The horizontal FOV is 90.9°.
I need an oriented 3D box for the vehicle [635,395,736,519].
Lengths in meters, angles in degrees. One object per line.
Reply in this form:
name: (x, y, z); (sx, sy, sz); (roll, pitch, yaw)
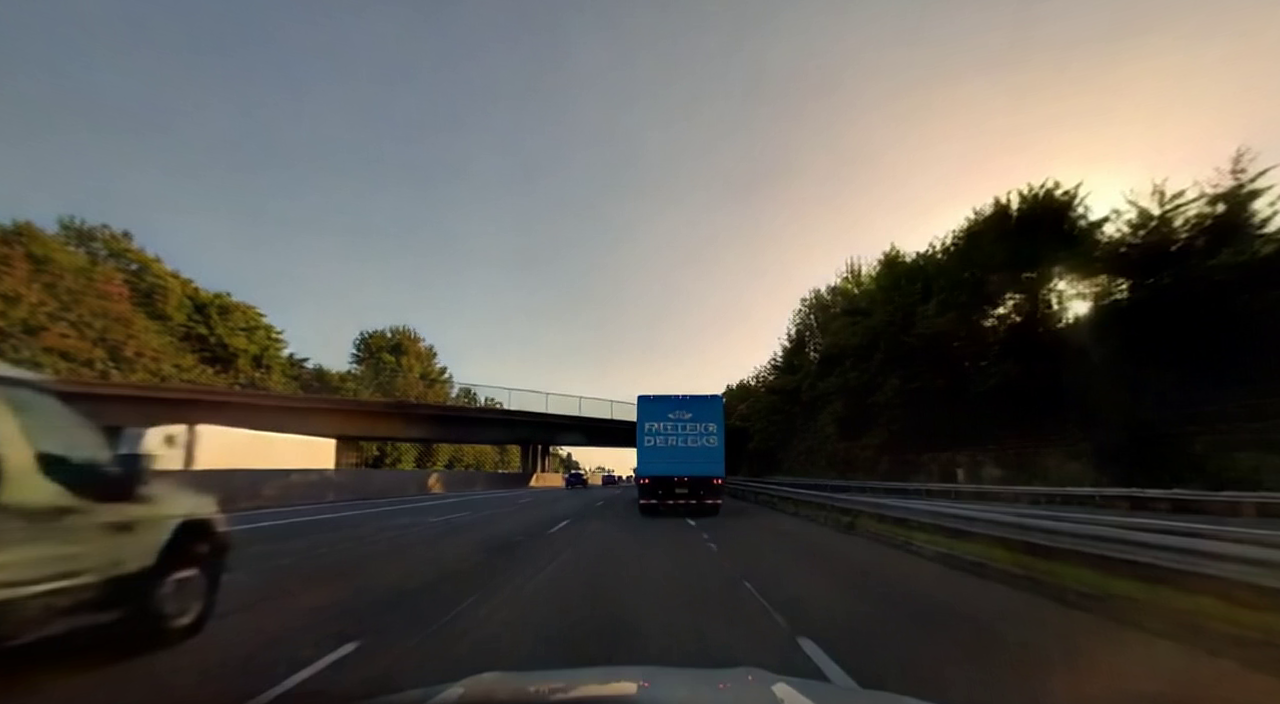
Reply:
vehicle: (1.406, 4.130, 24.446); (2.980, 3.834, 9.423); (1, -11, -1)

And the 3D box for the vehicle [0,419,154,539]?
vehicle: (-16.667, 3.243, 16.236); (2.628, 2.850, 6.822); (1, -11, 1)
